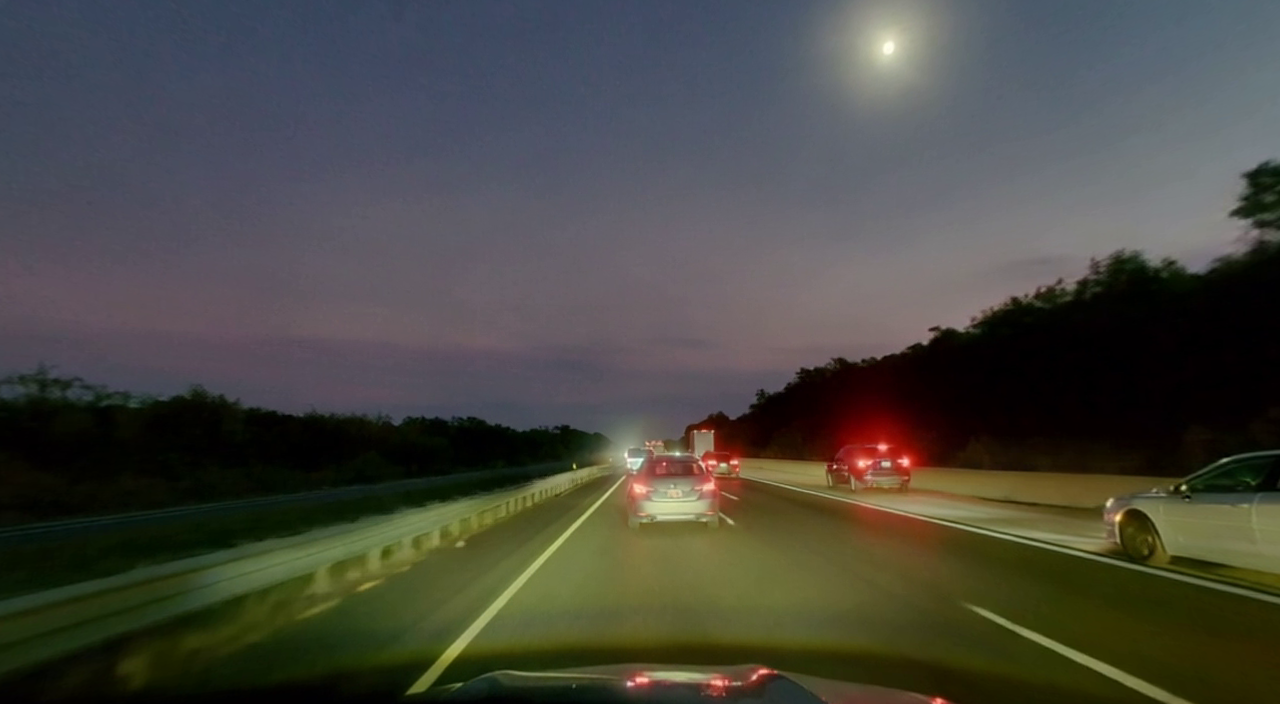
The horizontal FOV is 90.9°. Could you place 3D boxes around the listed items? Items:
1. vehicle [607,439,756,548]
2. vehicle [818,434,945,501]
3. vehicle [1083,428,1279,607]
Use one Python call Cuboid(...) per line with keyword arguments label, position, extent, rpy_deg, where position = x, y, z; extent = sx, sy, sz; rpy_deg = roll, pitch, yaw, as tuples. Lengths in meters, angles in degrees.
Cuboid(label="vehicle", position=(0.577, 2.275, 10.731), extent=(2.076, 1.485, 3.774), rpy_deg=(0, -9, 0))
Cuboid(label="vehicle", position=(6.790, 3.295, 18.300), extent=(1.980, 1.702, 4.235), rpy_deg=(0, -9, 0))
Cuboid(label="vehicle", position=(6.346, 1.418, 5.488), extent=(1.965, 1.484, 4.090), rpy_deg=(0, -9, 0))
